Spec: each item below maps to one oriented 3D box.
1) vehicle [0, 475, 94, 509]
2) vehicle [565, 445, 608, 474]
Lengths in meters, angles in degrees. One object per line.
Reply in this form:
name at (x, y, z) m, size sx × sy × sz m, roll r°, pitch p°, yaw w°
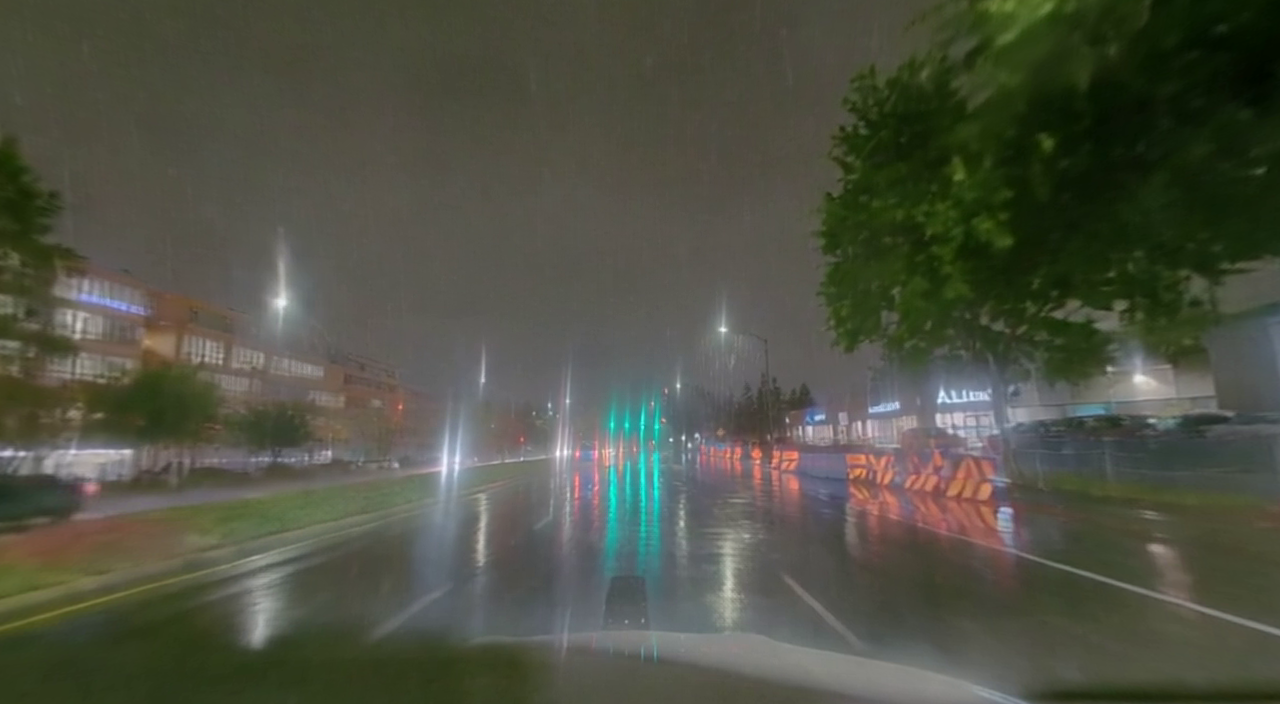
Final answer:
vehicle at (-30.101, 6.952, 31.389) m, size 4.171 × 1.450 × 1.855 m, roll 8°, pitch -12°, yaw -43°
vehicle at (-2.831, 5.808, 34.333) m, size 1.926 × 1.442 × 4.231 m, roll 0°, pitch -9°, yaw 1°
